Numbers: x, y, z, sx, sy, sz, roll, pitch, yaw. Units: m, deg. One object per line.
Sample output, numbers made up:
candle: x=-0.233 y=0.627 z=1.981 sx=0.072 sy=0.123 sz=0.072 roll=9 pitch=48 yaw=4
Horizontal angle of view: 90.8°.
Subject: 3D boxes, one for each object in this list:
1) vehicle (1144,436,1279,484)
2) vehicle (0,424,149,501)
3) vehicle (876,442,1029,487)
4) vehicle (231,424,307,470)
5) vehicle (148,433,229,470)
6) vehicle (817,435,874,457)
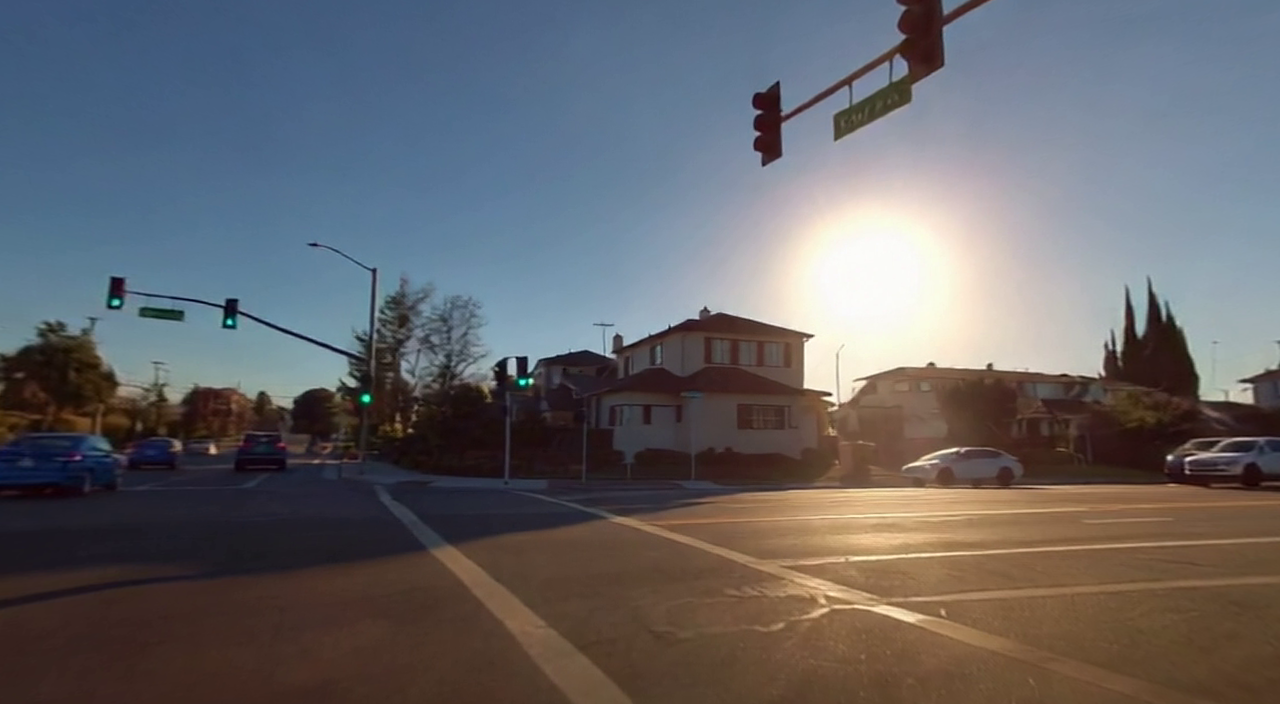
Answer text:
vehicle: x=22.895 y=4.178 z=24.678 sx=5.372 sy=1.714 sz=1.966 roll=2 pitch=-9 yaw=-13
vehicle: x=-13.303 y=2.479 z=14.548 sx=1.977 sy=1.488 sz=4.741 roll=4 pitch=-9 yaw=-24
vehicle: x=10.574 y=3.797 z=21.539 sx=4.353 sy=1.431 sz=1.876 roll=2 pitch=-9 yaw=-11
vehicle: x=-16.815 y=4.331 z=28.880 sx=2.396 sy=1.881 sz=4.606 roll=4 pitch=-9 yaw=-24
vehicle: x=-19.630 y=4.333 z=27.693 sx=1.934 sy=1.459 sz=4.368 roll=4 pitch=-9 yaw=-23
vehicle: x=14.794 y=6.775 z=45.683 sx=1.905 sy=1.483 sz=4.322 roll=0 pitch=-8 yaw=-13
